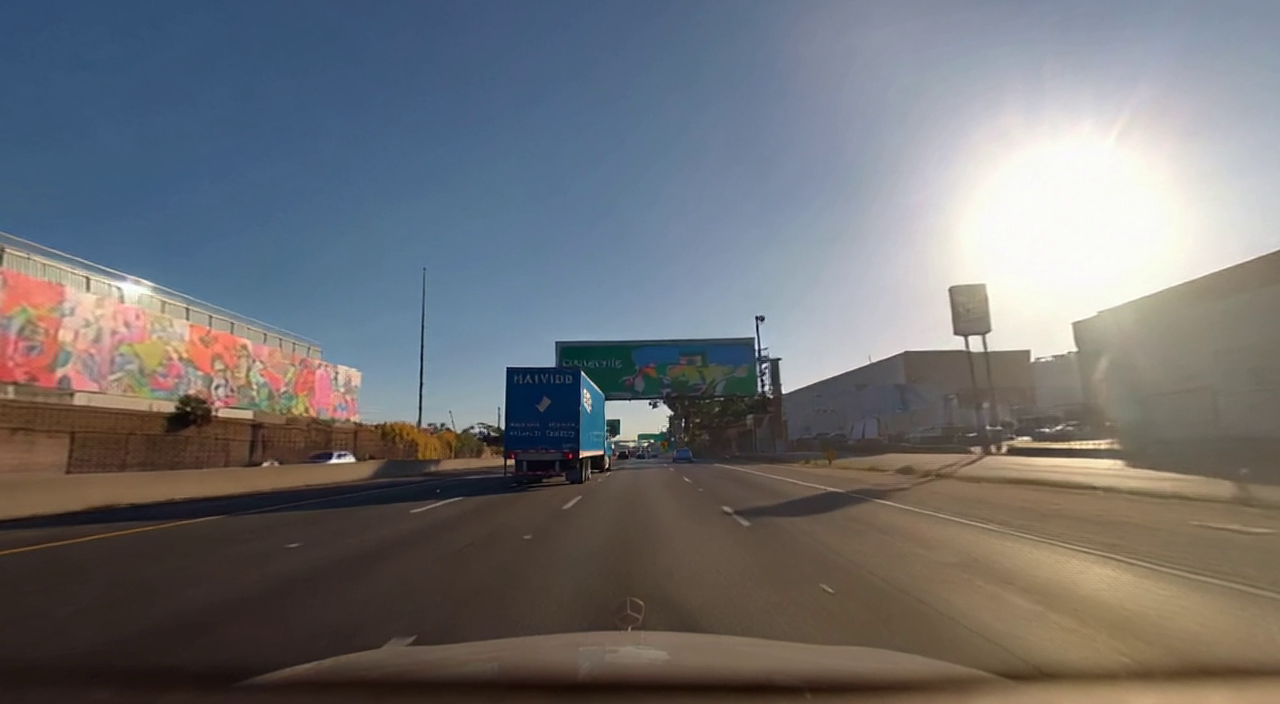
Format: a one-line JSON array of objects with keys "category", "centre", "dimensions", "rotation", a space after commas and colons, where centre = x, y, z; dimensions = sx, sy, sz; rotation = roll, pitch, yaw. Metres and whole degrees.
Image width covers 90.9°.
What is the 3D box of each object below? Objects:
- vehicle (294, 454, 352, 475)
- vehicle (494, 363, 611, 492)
[{"category": "vehicle", "centre": [-24.826, 8.801, 49.535], "dimensions": [2.111, 1.503, 4.460], "rotation": [-1, -9, 2]}, {"category": "vehicle", "centre": [-2.997, 2.976, 24.508], "dimensions": [2.977, 4.048, 8.890], "rotation": [-1, -8, 2]}]
